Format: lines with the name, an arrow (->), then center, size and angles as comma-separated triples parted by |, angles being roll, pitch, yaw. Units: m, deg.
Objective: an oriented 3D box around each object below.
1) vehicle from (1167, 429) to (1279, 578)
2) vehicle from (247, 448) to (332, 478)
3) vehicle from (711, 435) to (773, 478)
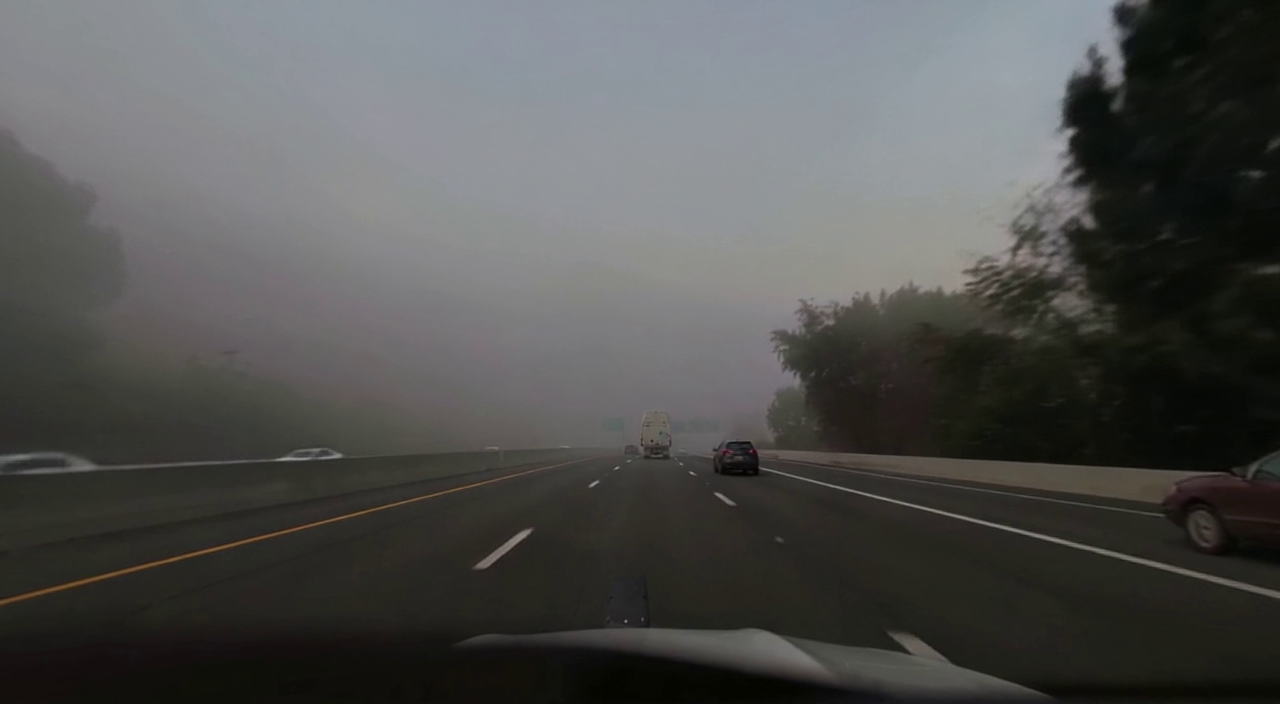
vehicle -> 7.215, 1.345, 5.291 | 1.982, 1.440, 4.171 | -1, -8, 1
vehicle -> -19.042, 6.037, 34.515 | 1.860, 1.493, 4.718 | -1, -8, 2
vehicle -> 4.142, 4.295, 26.178 | 1.880, 1.624, 3.941 | 0, -8, 0
